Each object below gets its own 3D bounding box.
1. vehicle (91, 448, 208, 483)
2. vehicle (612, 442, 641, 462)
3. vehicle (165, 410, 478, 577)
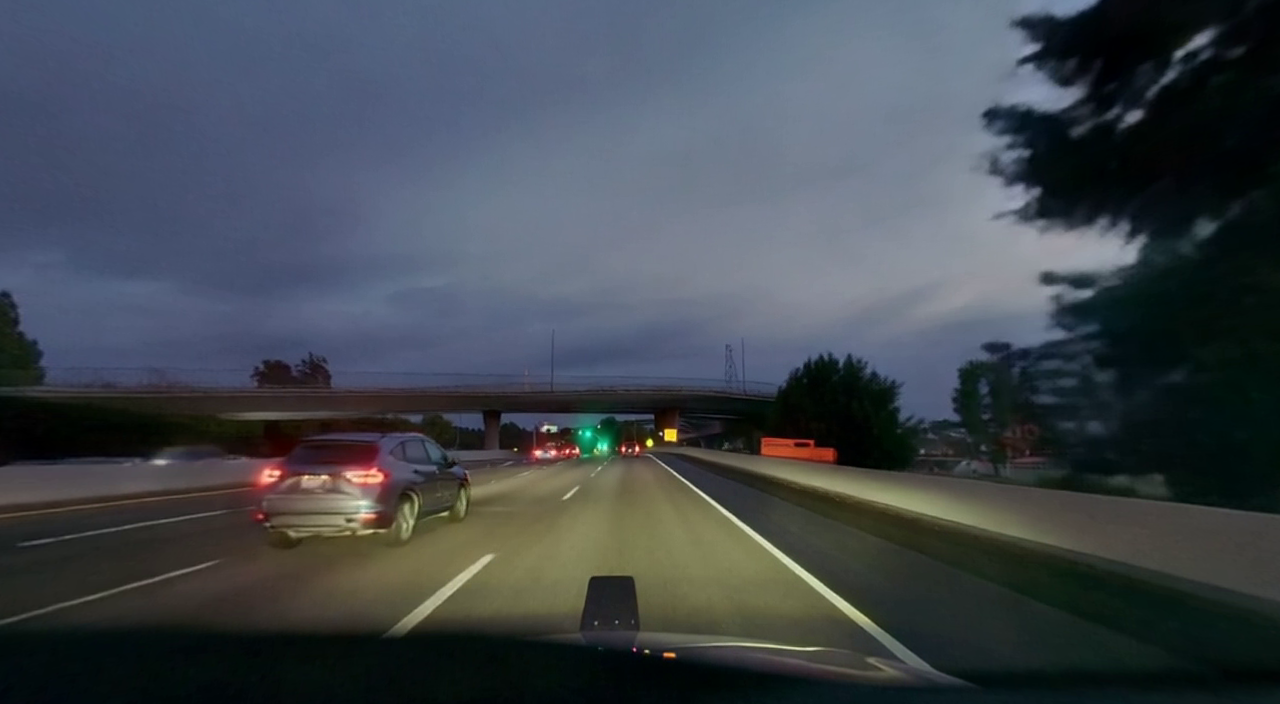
[{"bbox_3d":[-24.829,5.739,32.279,1.957,1.617,5.007,0,-9,0],"label":"vehicle"},{"bbox_3d":[-1.050,7.486,47.378,2.051,1.459,4.092,0,-8,-2],"label":"vehicle"},{"bbox_3d":[-3.718,1.721,8.454,2.024,1.655,4.192,0,-9,-1],"label":"vehicle"}]
